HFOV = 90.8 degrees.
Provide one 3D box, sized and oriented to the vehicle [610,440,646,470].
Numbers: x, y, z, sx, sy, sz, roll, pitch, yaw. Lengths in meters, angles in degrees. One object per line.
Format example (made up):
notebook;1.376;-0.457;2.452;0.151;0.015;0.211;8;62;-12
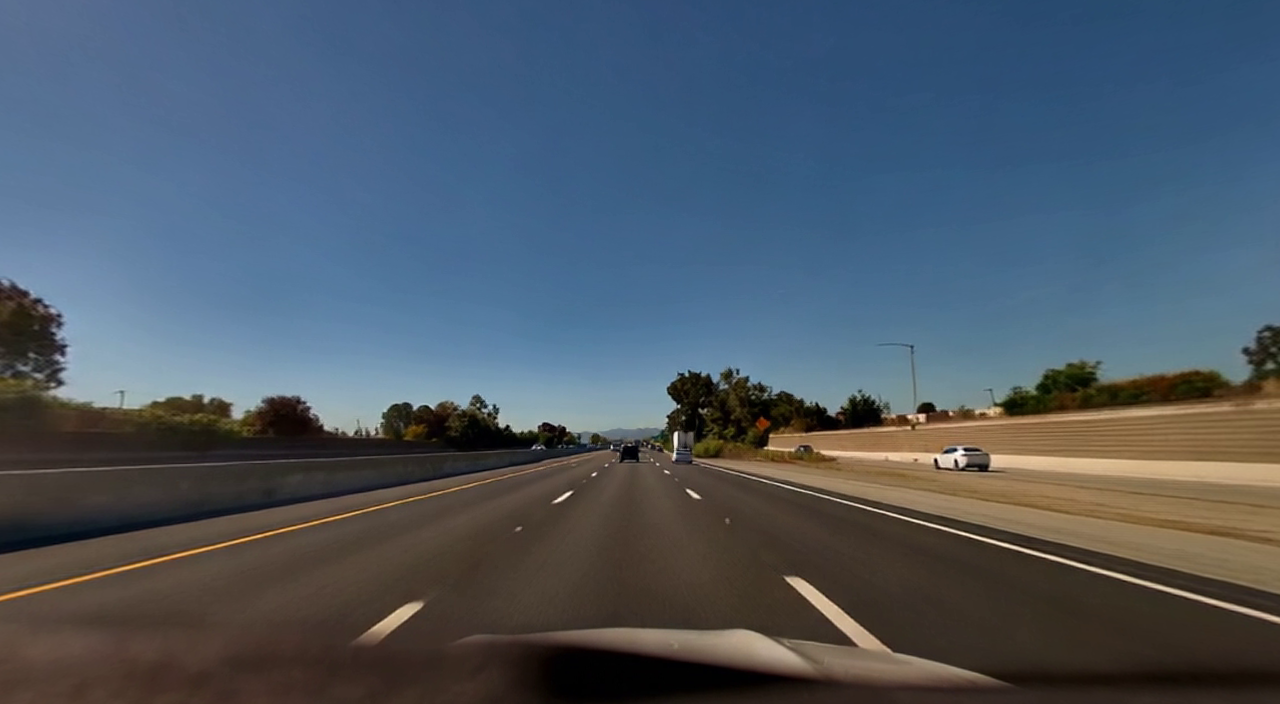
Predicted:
vehicle;-0.697;6.289;38.730;2.121;1.739;4.087;0;-9;0

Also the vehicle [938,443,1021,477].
vehicle;16.717;5.337;31.404;1.867;1.563;4.436;-1;-9;3
